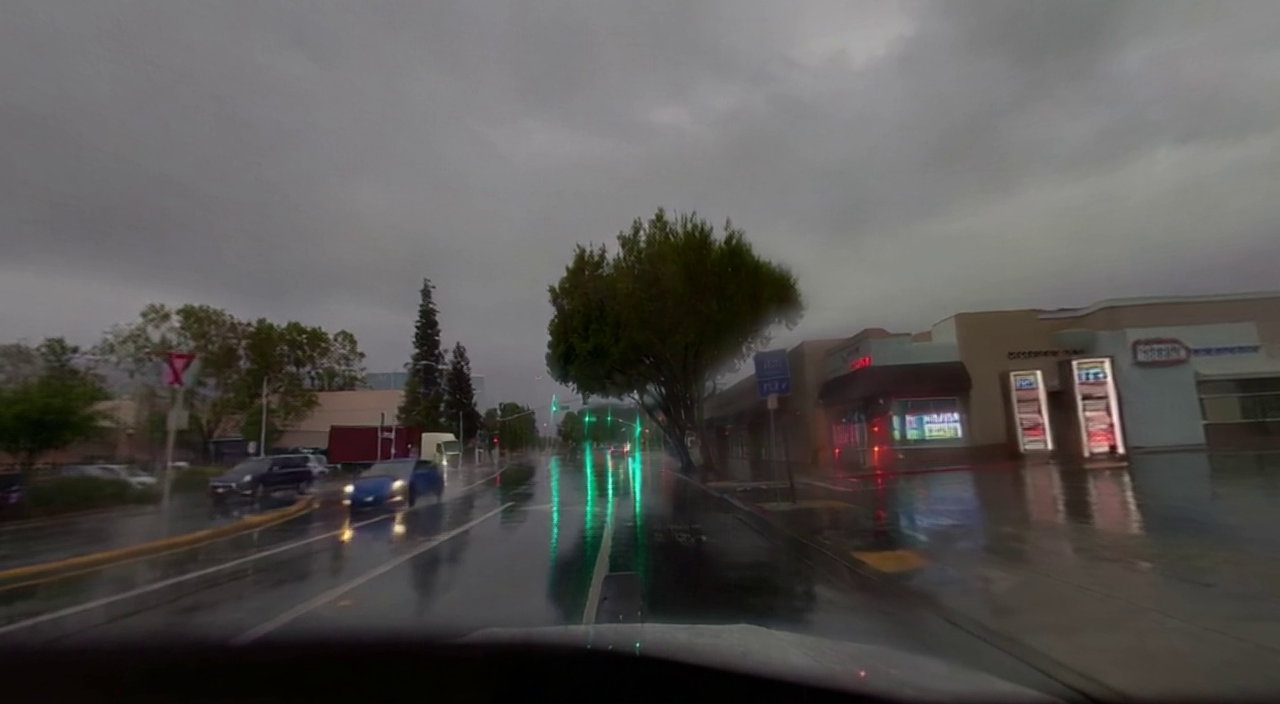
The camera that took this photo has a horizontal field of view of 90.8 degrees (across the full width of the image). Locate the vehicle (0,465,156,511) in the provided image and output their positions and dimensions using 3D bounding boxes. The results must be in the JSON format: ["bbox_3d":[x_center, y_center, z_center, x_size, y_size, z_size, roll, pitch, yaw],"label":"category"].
[{"bbox_3d":[-22.022,5.268,24.782,1.928,1.490,4.462,-4,-9,16],"label":"vehicle"}]

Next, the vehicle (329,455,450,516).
[{"bbox_3d":[-7.328,3.922,19.036,1.899,1.517,4.384,0,-9,-1],"label":"vehicle"}]

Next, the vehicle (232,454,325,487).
[{"bbox_3d":[-21.686,7.106,38.116,2.025,1.756,4.749,-2,-9,15],"label":"vehicle"}]

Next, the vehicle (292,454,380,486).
[{"bbox_3d":[-18.161,7.005,37.985,2.101,1.721,4.587,-3,-9,17],"label":"vehicle"}]
